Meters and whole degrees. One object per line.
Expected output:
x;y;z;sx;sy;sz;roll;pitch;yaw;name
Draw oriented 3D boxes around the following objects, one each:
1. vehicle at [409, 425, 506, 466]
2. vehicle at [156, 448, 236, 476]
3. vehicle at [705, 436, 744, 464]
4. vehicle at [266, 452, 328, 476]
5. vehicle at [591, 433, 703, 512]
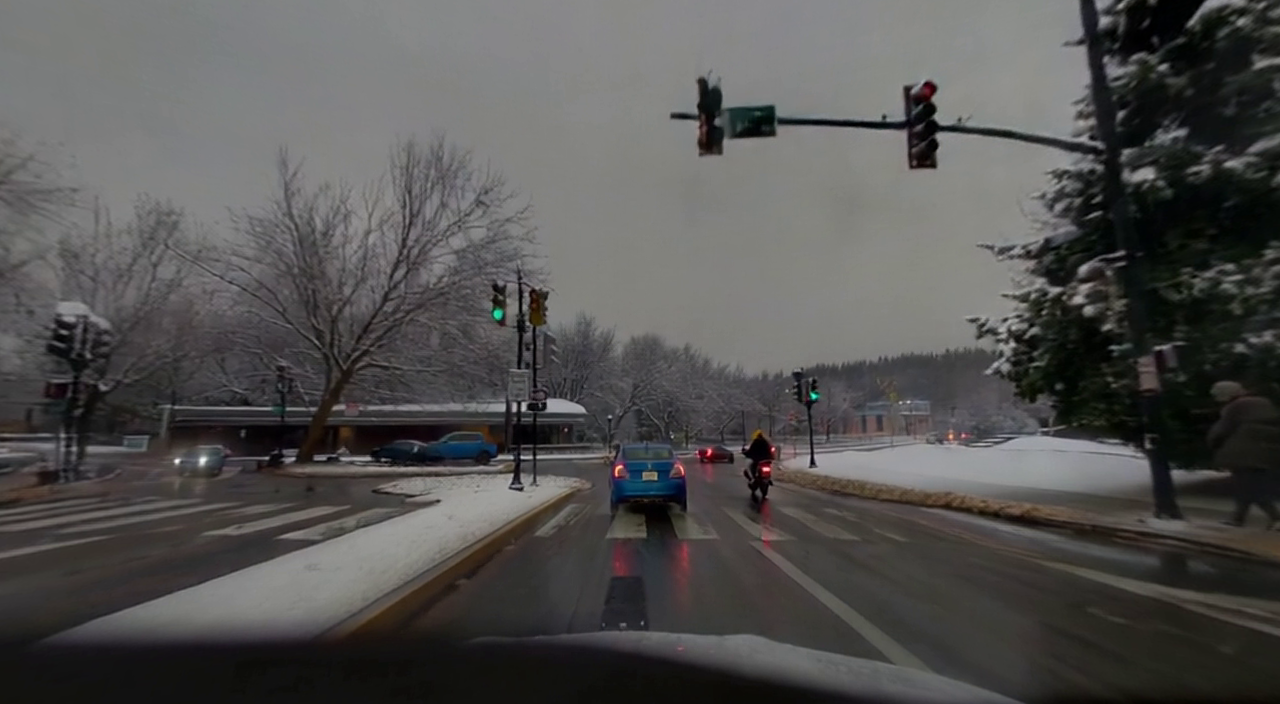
-13.324;6.882;46.762;2.287;2.780;7.166;-5;-10;31;vehicle
-21.874;5.394;31.117;1.433;1.269;2.779;-5;-9;29;vehicle
5.763;6.604;42.667;2.212;1.790;4.768;-2;-8;12;vehicle
-19.185;6.251;35.345;1.259;1.181;2.744;-6;-9;31;vehicle
0.105;2.579;14.007;2.118;1.480;3.949;0;-8;-1;vehicle
